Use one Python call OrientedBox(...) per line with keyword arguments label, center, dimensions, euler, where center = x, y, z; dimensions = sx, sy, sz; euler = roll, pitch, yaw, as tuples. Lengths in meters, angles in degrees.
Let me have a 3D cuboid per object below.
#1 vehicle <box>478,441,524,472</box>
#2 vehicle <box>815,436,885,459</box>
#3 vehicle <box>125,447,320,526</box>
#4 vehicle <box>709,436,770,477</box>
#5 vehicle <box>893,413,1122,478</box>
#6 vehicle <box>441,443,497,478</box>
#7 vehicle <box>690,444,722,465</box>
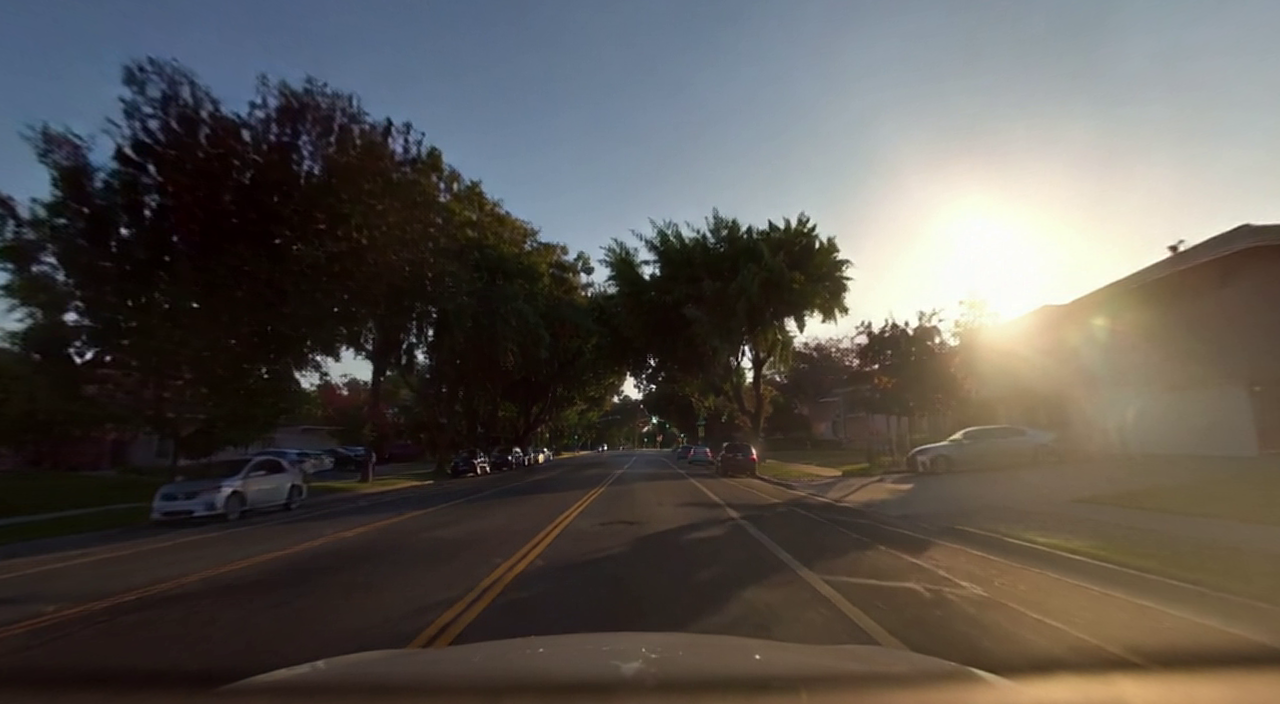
OrientedBox(label="vehicle", center=(-10.210, 7.714, 46.879), dimensions=(2.225, 2.037, 5.158), euler=(-4, -8, 0))
OrientedBox(label="vehicle", center=(13.885, 6.329, 41.989), dimensions=(3.966, 1.500, 1.998), euler=(0, -8, 2))
OrientedBox(label="vehicle", center=(-10.593, 3.429, 16.564), dimensions=(2.082, 1.661, 4.403), euler=(-3, -10, 1))
OrientedBox(label="vehicle", center=(4.903, 5.227, 31.833), dimensions=(2.215, 1.886, 4.577), euler=(0, -8, -1))
OrientedBox(label="vehicle", center=(12.842, 3.337, 22.461), dimensions=(6.619, 1.884, 2.225), euler=(-3, -9, 1))
OrientedBox(label="vehicle", center=(-10.276, 6.579, 38.347), dimensions=(2.117, 1.865, 4.570), euler=(-2, -10, 0))
OrientedBox(label="vehicle", center=(4.767, 7.492, 46.333), dimensions=(1.908, 1.477, 4.920), euler=(0, -8, 1))
